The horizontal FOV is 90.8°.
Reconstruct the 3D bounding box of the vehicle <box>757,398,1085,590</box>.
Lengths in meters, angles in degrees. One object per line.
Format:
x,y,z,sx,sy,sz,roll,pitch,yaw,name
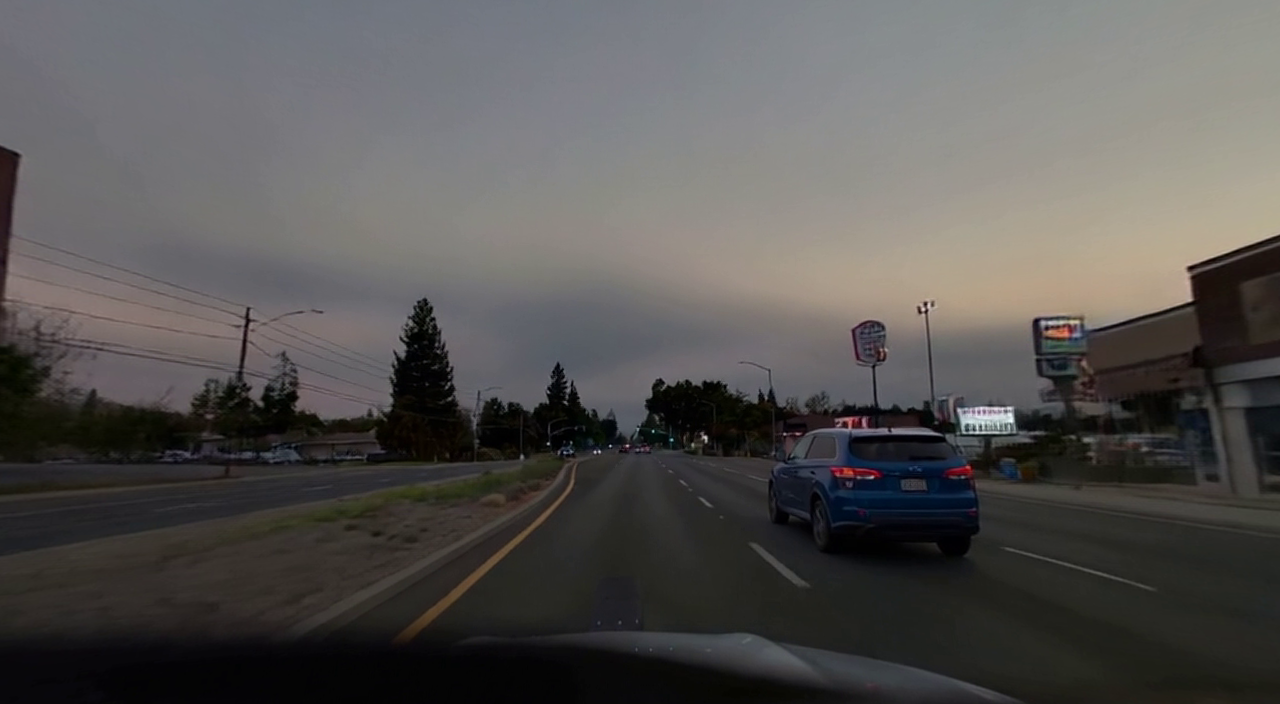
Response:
3.084,1.683,8.329,2.130,1.790,4.615,0,-9,-1,vehicle
